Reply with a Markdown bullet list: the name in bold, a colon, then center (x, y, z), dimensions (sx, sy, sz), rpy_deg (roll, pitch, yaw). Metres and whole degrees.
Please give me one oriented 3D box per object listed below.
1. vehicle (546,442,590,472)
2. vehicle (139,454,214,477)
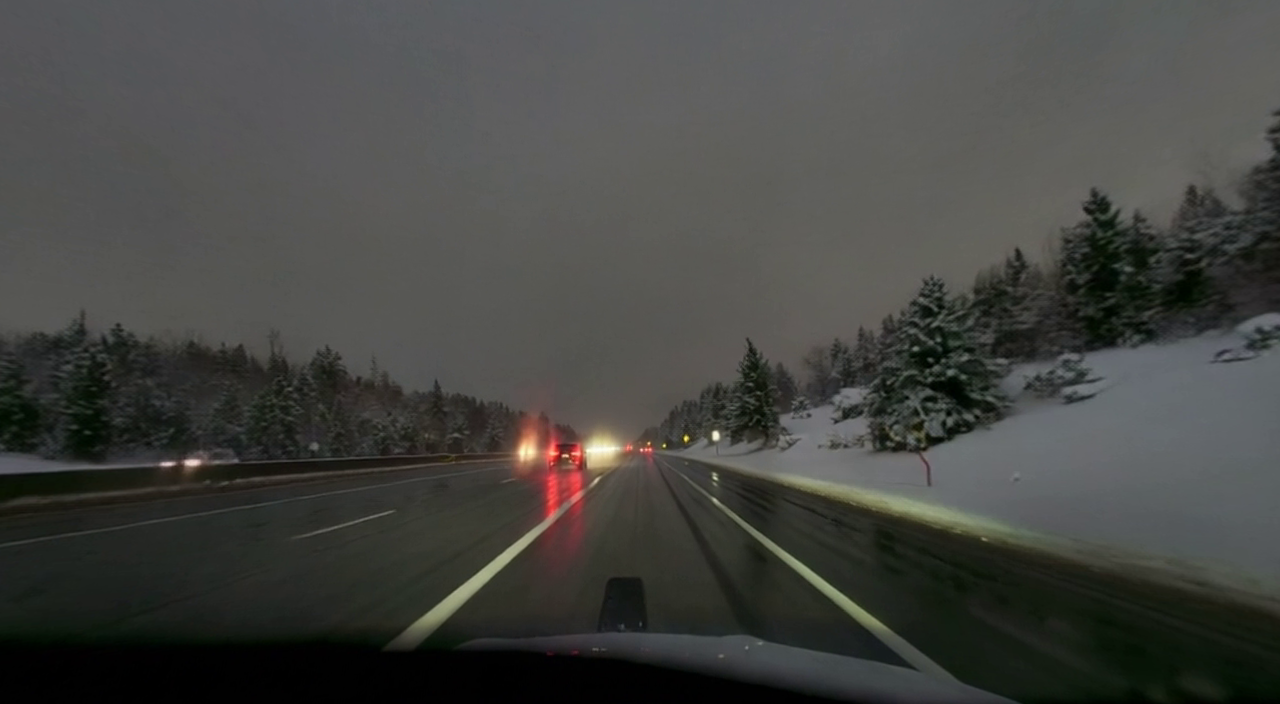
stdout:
- **vehicle**: center (-3.745, 5.566, 33.596), dimensions (1.786, 1.488, 4.023), rpy_deg (0, -8, 1)
- **vehicle**: center (-32.796, 7.991, 44.765), dimensions (1.785, 1.465, 4.614), rpy_deg (0, -8, 1)
